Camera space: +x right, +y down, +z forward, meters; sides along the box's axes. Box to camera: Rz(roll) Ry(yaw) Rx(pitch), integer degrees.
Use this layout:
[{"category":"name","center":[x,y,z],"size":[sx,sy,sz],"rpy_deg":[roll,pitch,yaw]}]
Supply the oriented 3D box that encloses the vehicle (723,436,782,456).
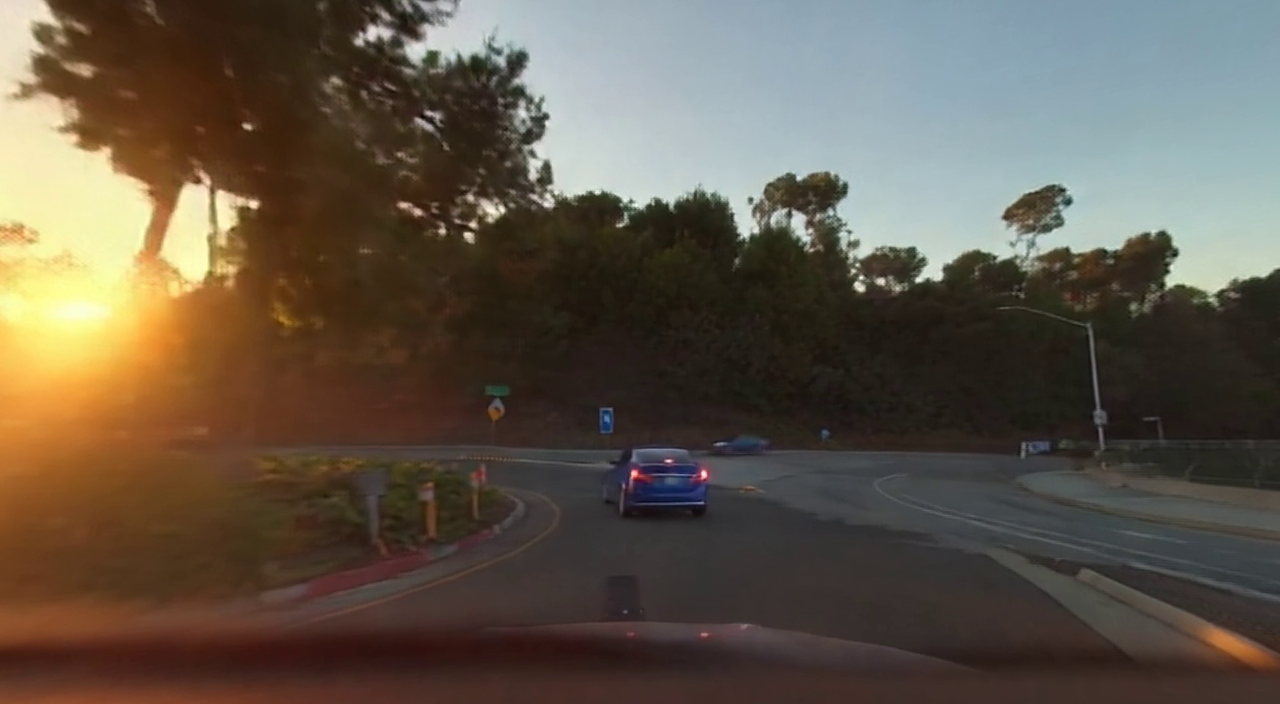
[{"category":"vehicle","center":[8.713,7.316,48.978],"size":[4.111,1.551,1.839],"rpy_deg":[3,-10,-22]}]

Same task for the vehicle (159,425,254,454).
[{"category":"vehicle","center":[-24.567,5.018,35.893],"size":[4.045,1.569,1.781],"rpy_deg":[3,-10,-23]}]

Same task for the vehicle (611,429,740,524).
[{"category":"vehicle","center":[0.531,2.485,13.039],"size":[2.078,1.607,4.010],"rpy_deg":[0,-9,-5]}]
